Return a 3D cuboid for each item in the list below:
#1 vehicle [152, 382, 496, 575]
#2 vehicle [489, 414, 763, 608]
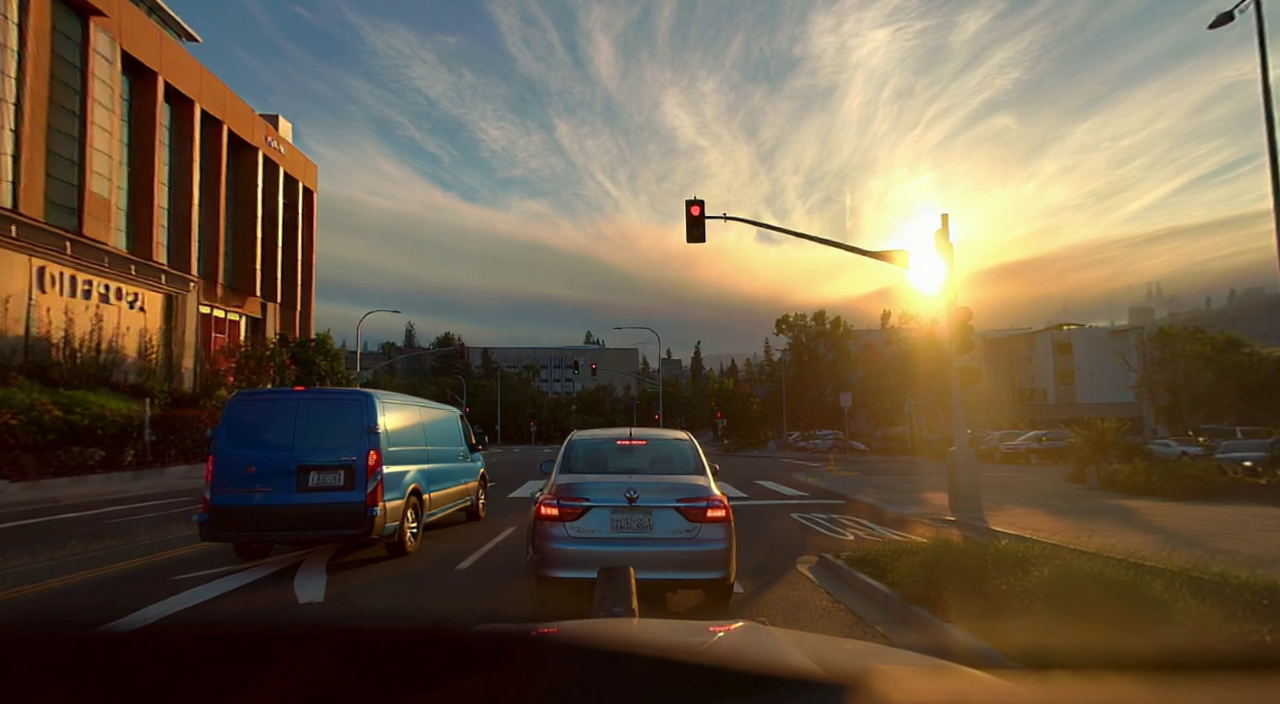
[{"bbox_3d":[-3.576,1.529,8.552,2.076,1.820,5.100,0,-8,-1],"label":"vehicle"},{"bbox_3d":[-0.114,1.464,6.773,2.064,1.452,3.942,0,-8,0],"label":"vehicle"}]
